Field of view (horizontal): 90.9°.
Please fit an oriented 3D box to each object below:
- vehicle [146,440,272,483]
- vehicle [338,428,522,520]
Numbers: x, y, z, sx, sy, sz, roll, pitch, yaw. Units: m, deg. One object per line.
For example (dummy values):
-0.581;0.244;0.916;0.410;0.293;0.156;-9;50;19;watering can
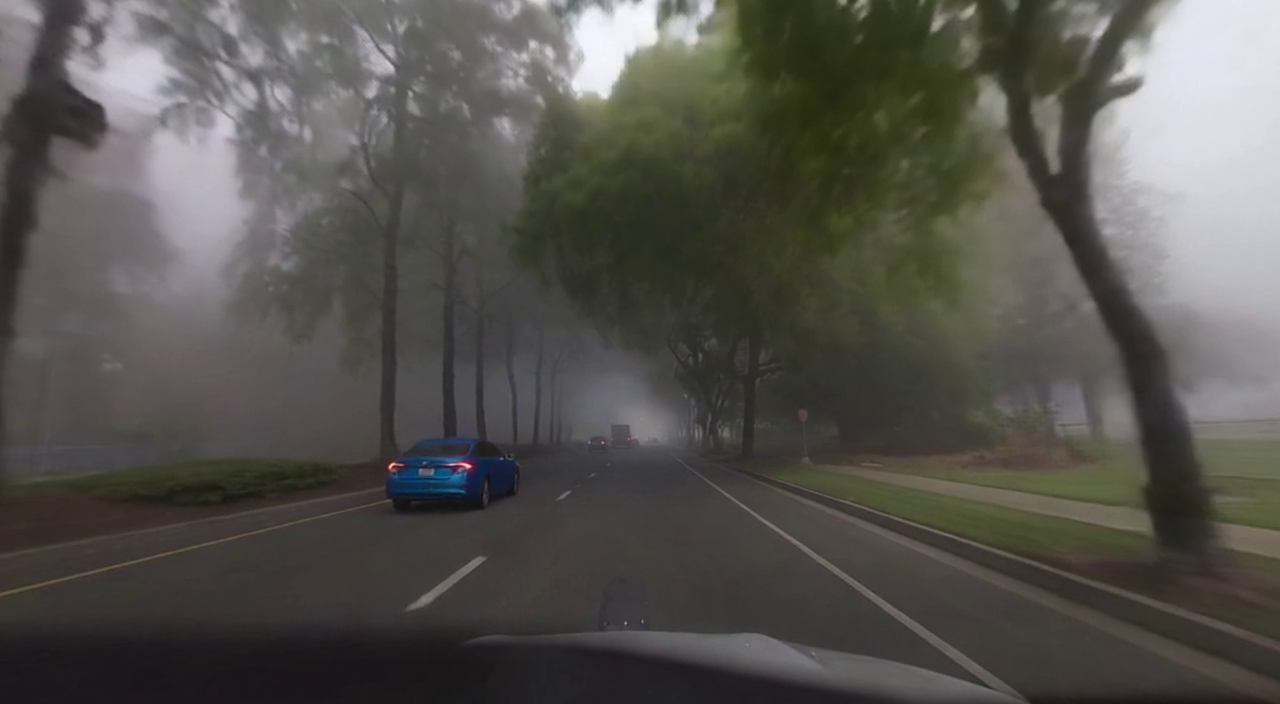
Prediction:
-18.571;4.702;27.488;2.153;1.703;4.599;0;-8;0;vehicle
-3.827;2.310;12.516;2.033;1.454;4.512;0;-8;1;vehicle
